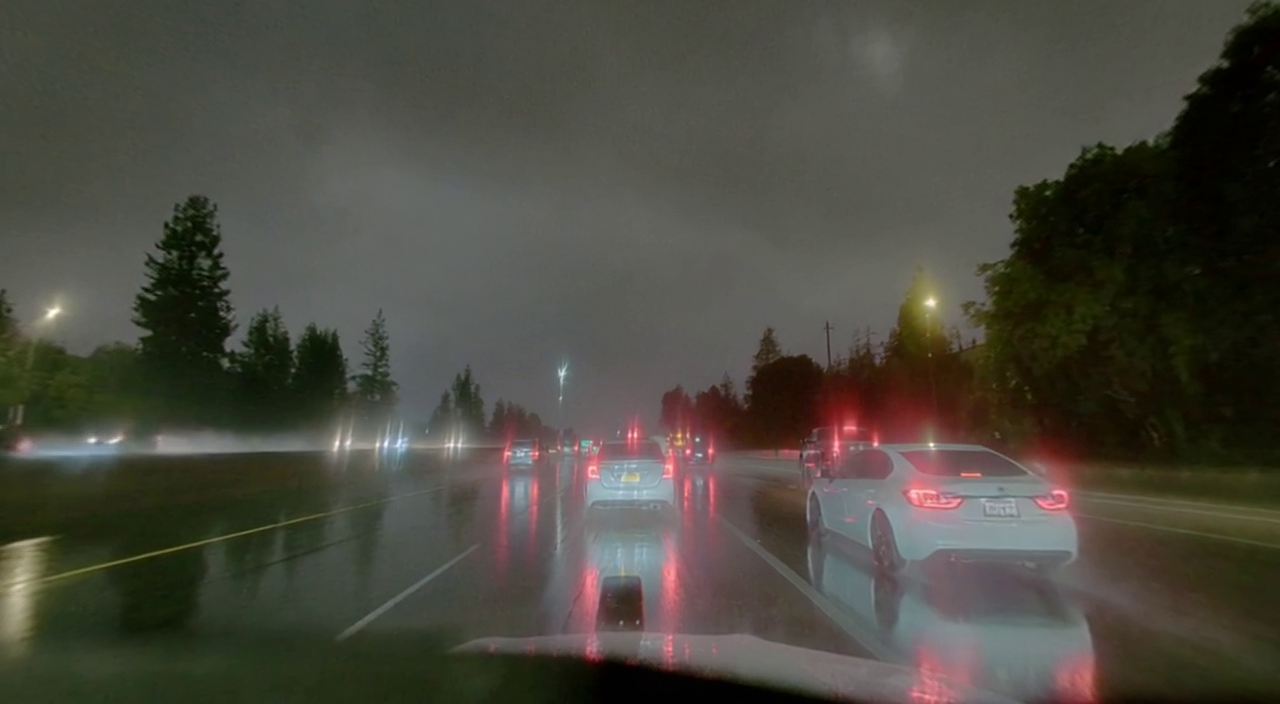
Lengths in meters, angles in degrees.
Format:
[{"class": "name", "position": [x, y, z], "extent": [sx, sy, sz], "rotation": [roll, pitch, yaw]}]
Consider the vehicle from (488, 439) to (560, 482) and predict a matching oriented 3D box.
[{"class": "vehicle", "position": [-4.443, 4.236, 24.904], "extent": [2.023, 1.497, 4.526], "rotation": [1, -9, -1]}]

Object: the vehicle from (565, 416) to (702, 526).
[{"class": "vehicle", "position": [-0.119, 2.203, 12.107], "extent": [2.181, 1.728, 3.970], "rotation": [0, -9, -1]}]

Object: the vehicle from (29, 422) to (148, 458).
[{"class": "vehicle", "position": [-26.737, 4.339, 30.767], "extent": [1.912, 1.616, 4.342], "rotation": [1, -9, -2]}]

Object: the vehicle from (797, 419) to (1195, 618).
[{"class": "vehicle", "position": [3.330, 1.626, 7.111], "extent": [1.975, 1.532, 4.227], "rotation": [1, -9, -1]}]
